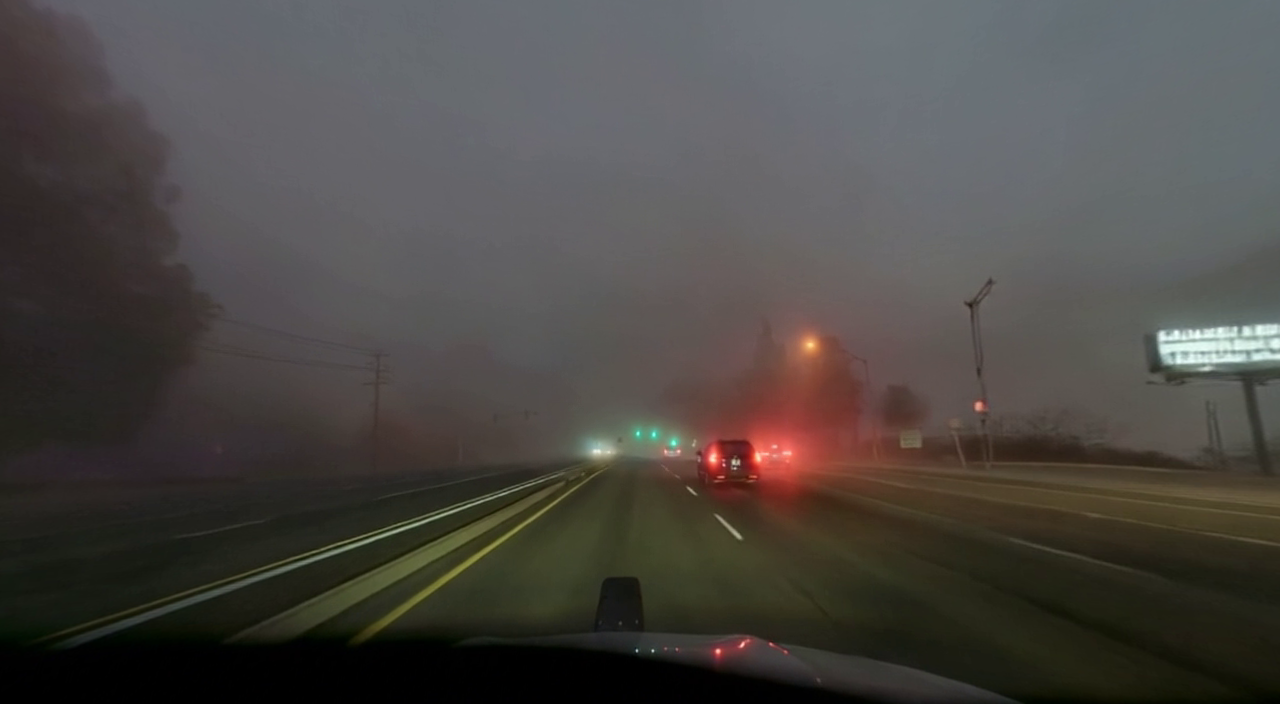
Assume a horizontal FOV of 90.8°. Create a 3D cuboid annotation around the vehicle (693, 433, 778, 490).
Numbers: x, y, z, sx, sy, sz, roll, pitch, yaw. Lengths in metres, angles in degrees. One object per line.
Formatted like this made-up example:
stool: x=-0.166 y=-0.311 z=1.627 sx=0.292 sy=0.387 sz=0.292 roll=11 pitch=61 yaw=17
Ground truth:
vehicle: x=3.010 y=3.576 z=20.866 sx=2.078 sy=1.668 sz=4.078 roll=0 pitch=-9 yaw=-1
